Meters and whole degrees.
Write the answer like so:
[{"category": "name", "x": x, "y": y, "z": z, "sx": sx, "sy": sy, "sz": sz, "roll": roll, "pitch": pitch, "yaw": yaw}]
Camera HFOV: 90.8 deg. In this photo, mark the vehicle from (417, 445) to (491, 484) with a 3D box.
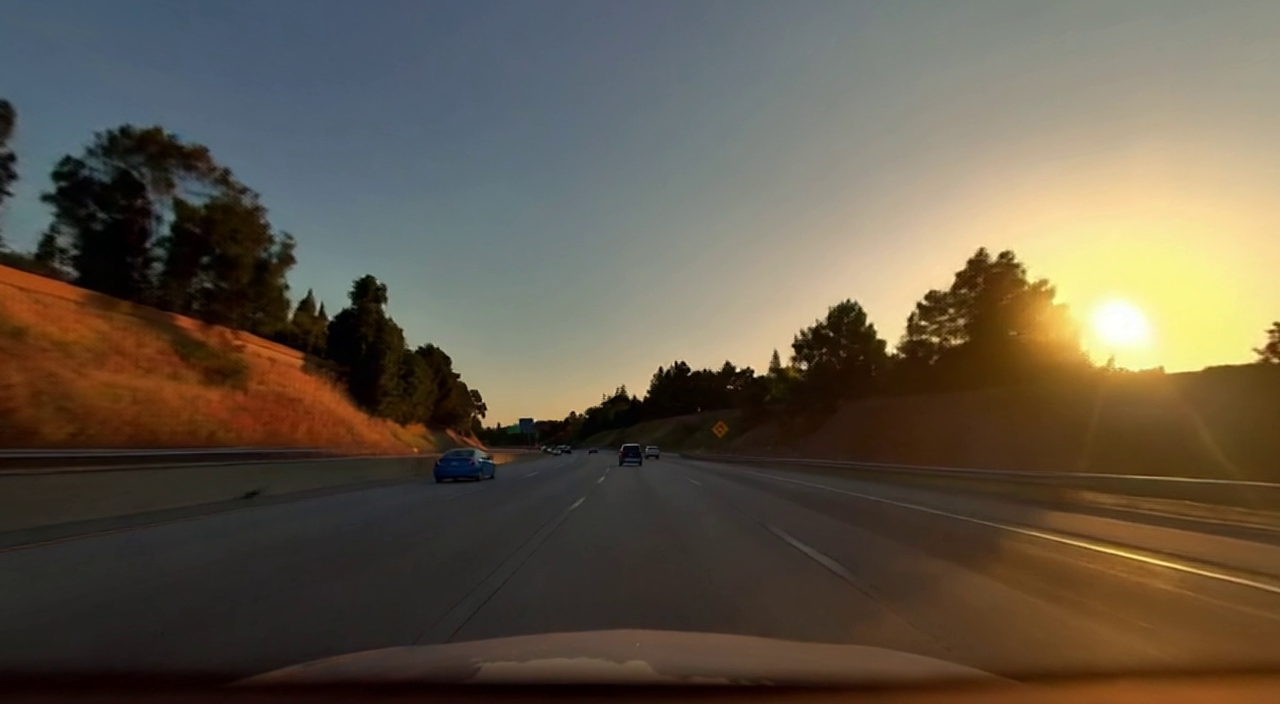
[{"category": "vehicle", "x": -7.641, "y": 4.635, "z": 26.355, "sx": 1.915, "sy": 1.479, "sz": 3.843, "roll": 0, "pitch": -9, "yaw": 0}]
